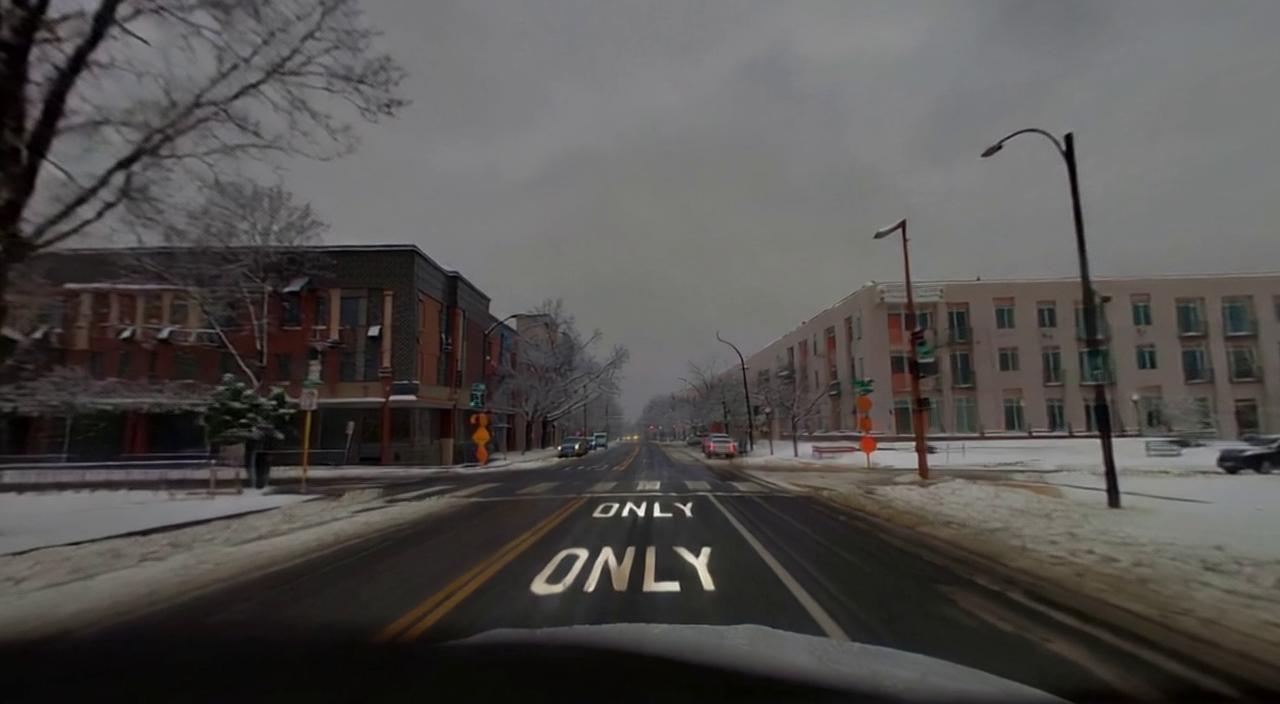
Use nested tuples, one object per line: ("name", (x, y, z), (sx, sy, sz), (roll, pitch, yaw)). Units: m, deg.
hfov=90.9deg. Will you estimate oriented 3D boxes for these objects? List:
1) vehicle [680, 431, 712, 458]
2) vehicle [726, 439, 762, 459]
("vehicle", (4.154, 6.936, 47.218), (1.971, 1.919, 4.748), (0, -8, 0))
("vehicle", (8.163, 7.629, 49.812), (1.997, 1.510, 4.455), (0, -8, -1))
